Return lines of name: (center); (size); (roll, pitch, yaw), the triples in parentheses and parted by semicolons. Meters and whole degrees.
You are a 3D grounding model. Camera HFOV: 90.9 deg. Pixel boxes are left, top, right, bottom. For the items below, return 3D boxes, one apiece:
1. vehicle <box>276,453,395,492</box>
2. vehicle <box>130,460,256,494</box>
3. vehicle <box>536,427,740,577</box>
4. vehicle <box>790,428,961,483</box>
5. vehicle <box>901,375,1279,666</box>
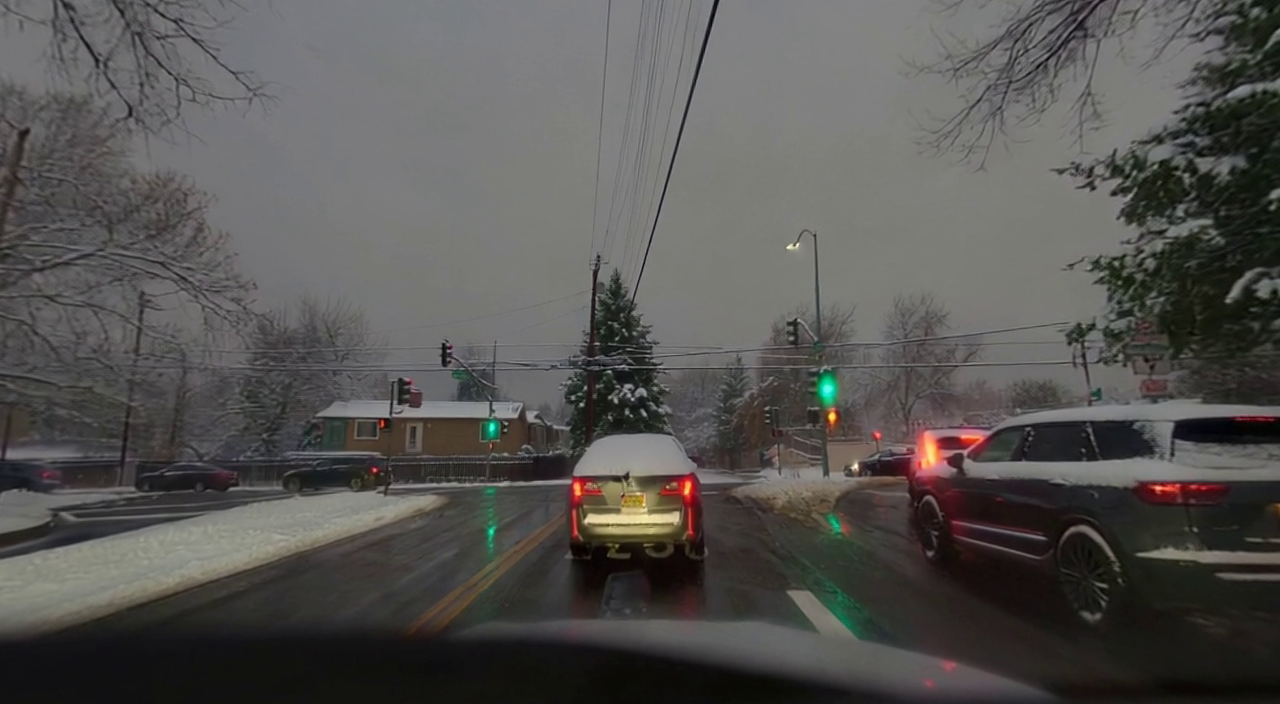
vehicle: (-13.806, 5.428, 28.683); (4.485, 1.625, 1.980); (-2, -9, 10)
vehicle: (-21.003, 5.844, 29.680); (4.736, 1.475, 1.921); (-2, -9, 9)
vehicle: (0.039, 1.871, 8.765); (2.078, 1.506, 4.512); (0, -8, 2)
vehicle: (9.081, 4.054, 24.860); (5.857, 2.016, 2.273); (-1, -8, 7)
vehicle: (4.614, 1.417, 6.474); (2.095, 1.836, 4.895); (-1, -8, 5)
